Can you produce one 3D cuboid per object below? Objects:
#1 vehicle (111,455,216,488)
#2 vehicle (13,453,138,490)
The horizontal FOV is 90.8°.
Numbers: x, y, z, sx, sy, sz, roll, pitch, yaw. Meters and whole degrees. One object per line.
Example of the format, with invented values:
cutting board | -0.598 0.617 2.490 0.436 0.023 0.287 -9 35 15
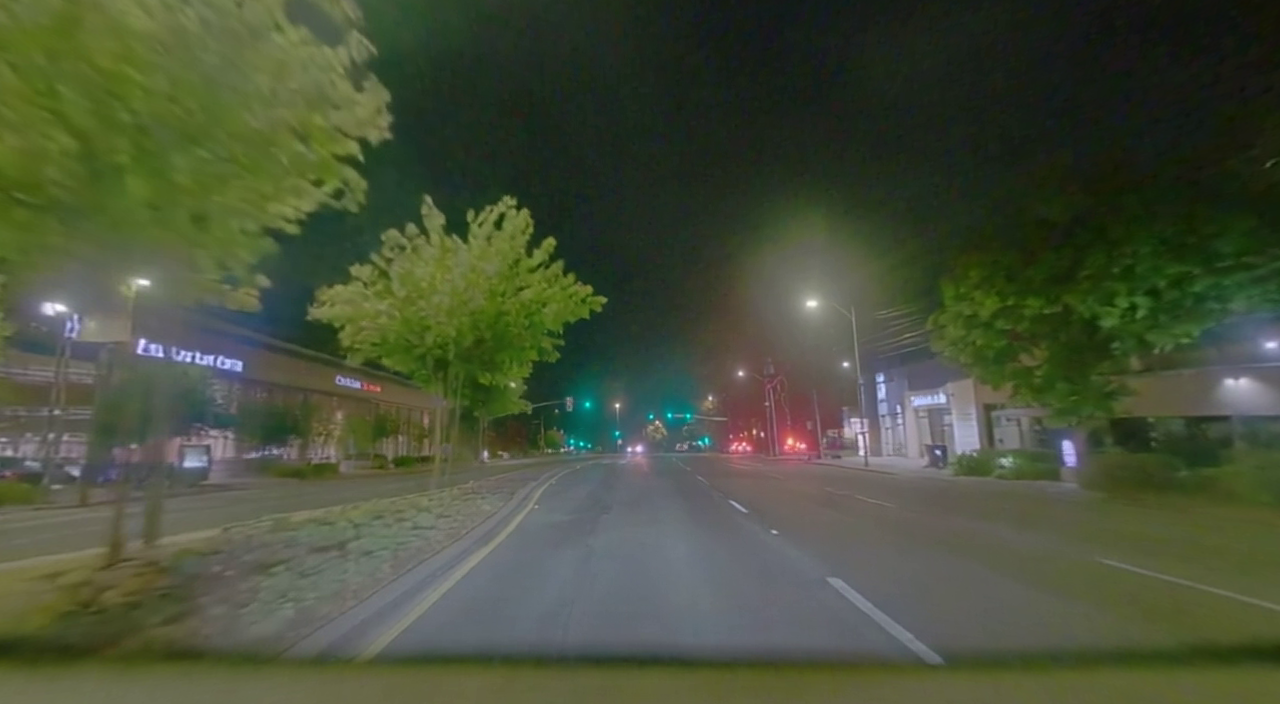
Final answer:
vehicle | -24.854 6.208 33.189 1.908 1.502 4.584 0 -8 1
vehicle | -29.700 6.263 33.477 2.101 1.733 4.689 0 -8 3
